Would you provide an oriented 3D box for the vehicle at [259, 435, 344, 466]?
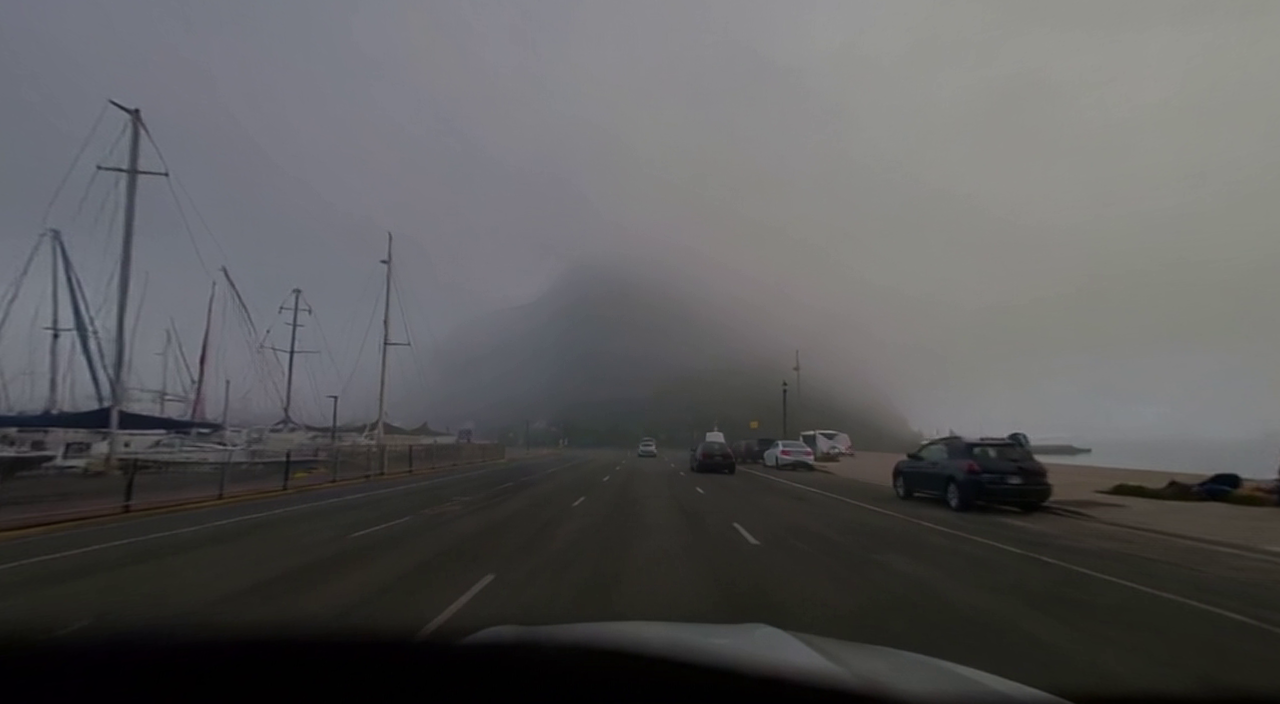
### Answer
[{"bbox_3d":[-17.953,5.254,33.724,1.840,1.522,4.695,-1,-8,2],"label":"vehicle"}]

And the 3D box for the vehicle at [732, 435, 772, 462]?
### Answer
[{"bbox_3d":[8.027,6.986,45.702,1.969,1.852,4.513,0,-8,-1],"label":"vehicle"}]

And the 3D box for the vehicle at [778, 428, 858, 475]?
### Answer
[{"bbox_3d":[7.992,4.517,28.836,2.056,1.896,5.062,0,-8,-1],"label":"vehicle"}]

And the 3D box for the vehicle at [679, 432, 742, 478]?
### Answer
[{"bbox_3d":[2.690,4.055,25.032,2.047,1.640,4.051,0,-8,0],"label":"vehicle"}]

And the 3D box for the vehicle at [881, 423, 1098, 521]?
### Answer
[{"bbox_3d":[7.253,2.527,13.850,2.029,1.750,4.825,0,-8,1],"label":"vehicle"}]
